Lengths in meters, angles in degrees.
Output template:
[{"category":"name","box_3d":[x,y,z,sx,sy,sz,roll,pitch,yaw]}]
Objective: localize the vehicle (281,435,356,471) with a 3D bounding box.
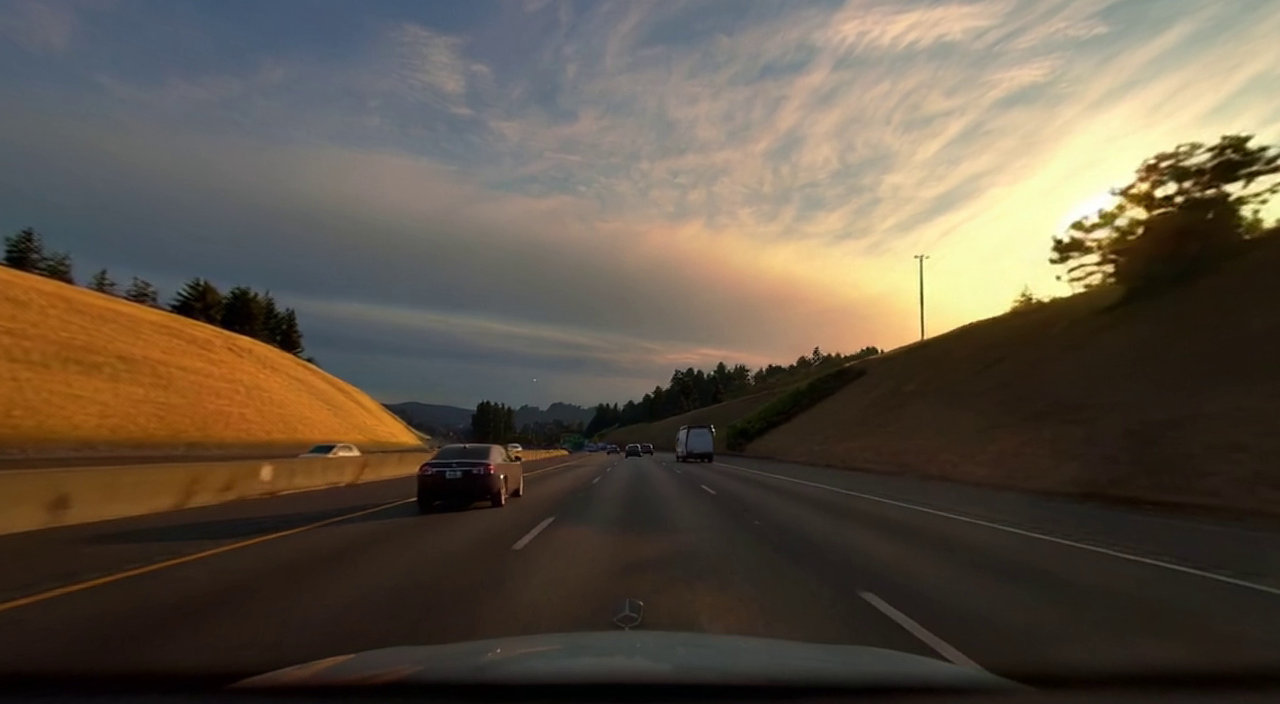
[{"category":"vehicle","box_3d":[-19.356,6.126,38.187,2.007,2.011,4.830,0,-9,-1]}]

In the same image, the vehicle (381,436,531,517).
[{"category":"vehicle","box_3d":[-3.913,2.724,14.289,2.054,1.529,4.368,0,-9,0]}]

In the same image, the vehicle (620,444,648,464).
[{"category":"vehicle","box_3d":[-0.448,7.580,46.872,2.007,1.456,3.719,0,-9,-1]}]

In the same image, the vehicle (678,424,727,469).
[{"category":"vehicle","box_3d":[3.851,6.005,40.095,2.361,2.636,5.684,0,-9,-1]}]
